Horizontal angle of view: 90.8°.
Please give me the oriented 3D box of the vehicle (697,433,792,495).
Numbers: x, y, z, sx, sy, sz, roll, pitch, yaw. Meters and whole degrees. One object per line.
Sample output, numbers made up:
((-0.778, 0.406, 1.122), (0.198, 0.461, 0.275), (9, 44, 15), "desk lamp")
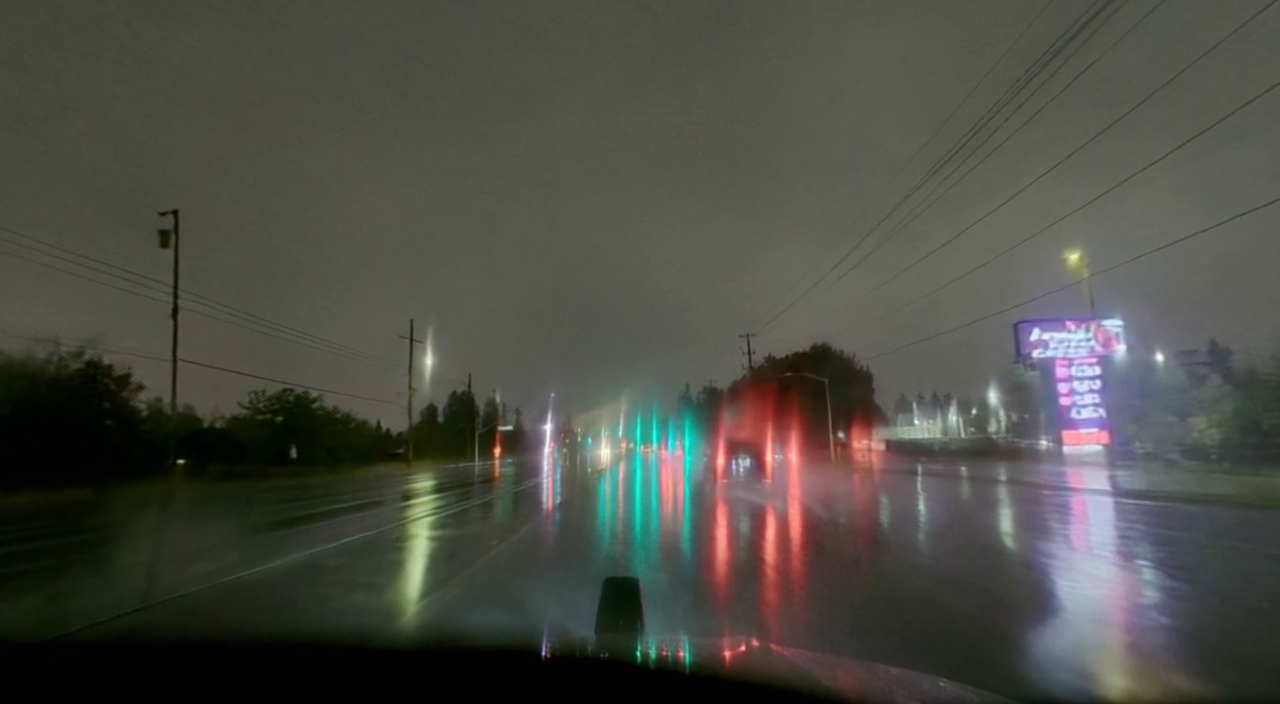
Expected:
((3.028, 3.351, 19.264), (2.078, 1.668, 4.078), (0, -8, -2), "vehicle")
